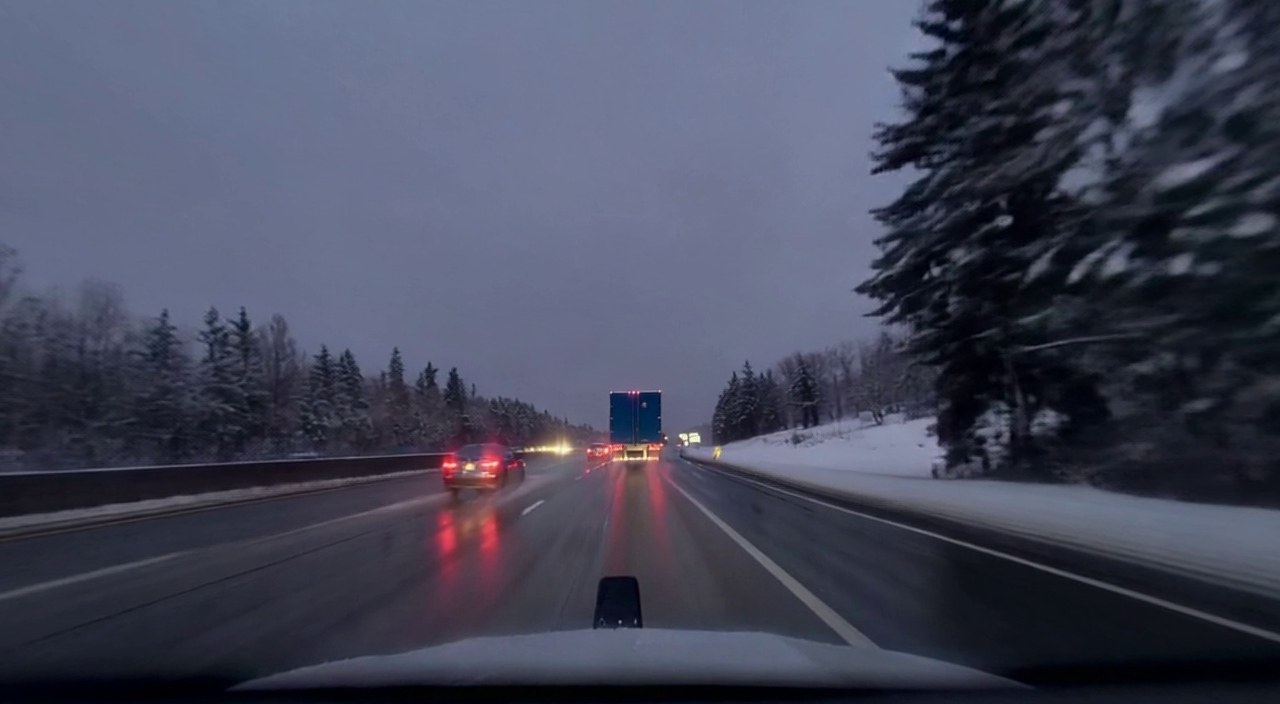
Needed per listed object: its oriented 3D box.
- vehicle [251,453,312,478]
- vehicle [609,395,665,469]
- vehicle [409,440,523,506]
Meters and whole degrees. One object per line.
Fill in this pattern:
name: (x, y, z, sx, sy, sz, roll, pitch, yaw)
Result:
vehicle: (-25.018, 7.906, 43.911, 1.793, 1.566, 4.127, 0, -9, 1)
vehicle: (-0.212, 5.289, 40.249, 3.123, 4.094, 10.812, 0, -9, 0)
vehicle: (-4.366, 3.088, 16.374, 1.895, 1.500, 3.808, 0, -9, 0)
